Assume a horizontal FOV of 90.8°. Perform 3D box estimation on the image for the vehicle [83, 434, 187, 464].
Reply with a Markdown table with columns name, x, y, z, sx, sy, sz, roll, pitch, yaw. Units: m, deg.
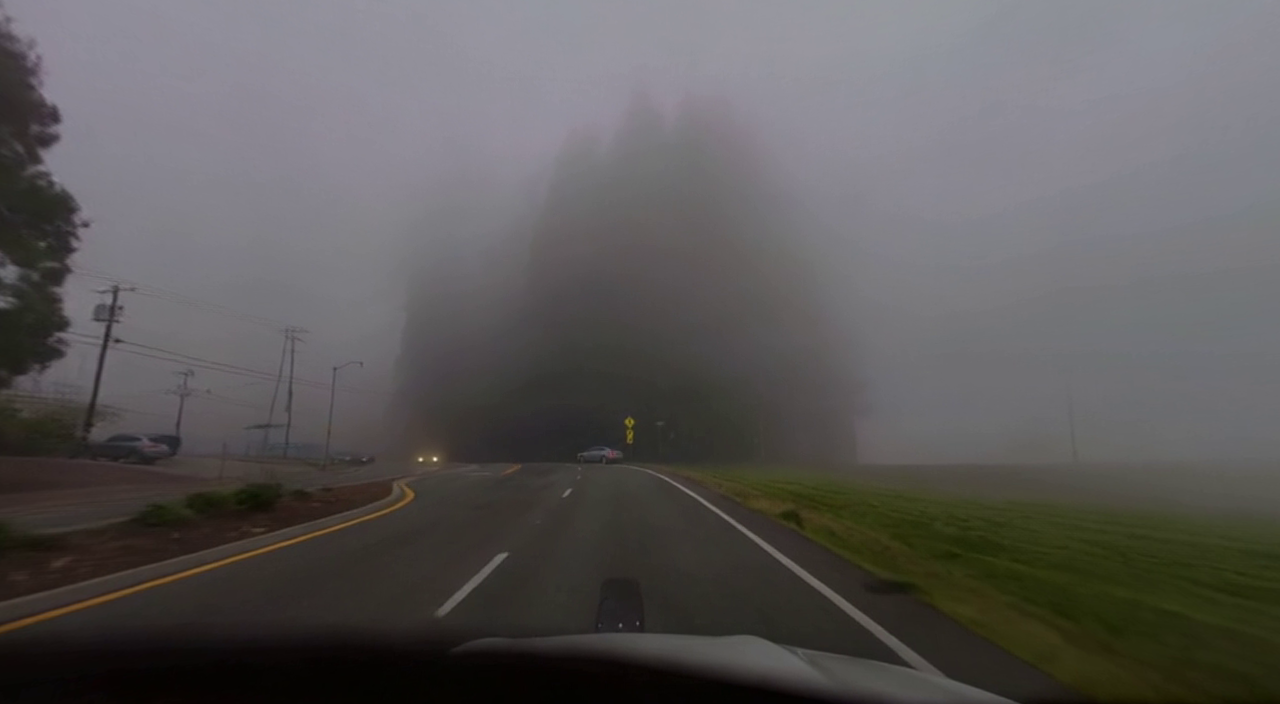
| name | x | y | z | sx | sy | sz | roll | pitch | yaw |
| --- | --- | --- | --- | --- | --- | --- | --- | --- | --- |
| vehicle | -29.598 | 5.680 | 37.077 | 4.816 | 1.696 | 2.323 | -3 | -9 | 16 |

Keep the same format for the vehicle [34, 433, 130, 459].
| name | x | y | z | sx | sy | sz | roll | pitch | yaw |
| --- | --- | --- | --- | --- | --- | --- | --- | --- | --- |
| vehicle | -40.074 | 6.710 | 45.535 | 1.935 | 1.582 | 4.741 | 2 | -6 | 16 |

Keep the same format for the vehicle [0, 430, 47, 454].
| name | x | y | z | sx | sy | sz | roll | pitch | yaw |
| --- | --- | --- | --- | --- | --- | --- | --- | --- | --- |
| vehicle | -47.824 | 6.753 | 47.332 | 2.042 | 1.721 | 4.404 | -4 | -9 | 17 |
